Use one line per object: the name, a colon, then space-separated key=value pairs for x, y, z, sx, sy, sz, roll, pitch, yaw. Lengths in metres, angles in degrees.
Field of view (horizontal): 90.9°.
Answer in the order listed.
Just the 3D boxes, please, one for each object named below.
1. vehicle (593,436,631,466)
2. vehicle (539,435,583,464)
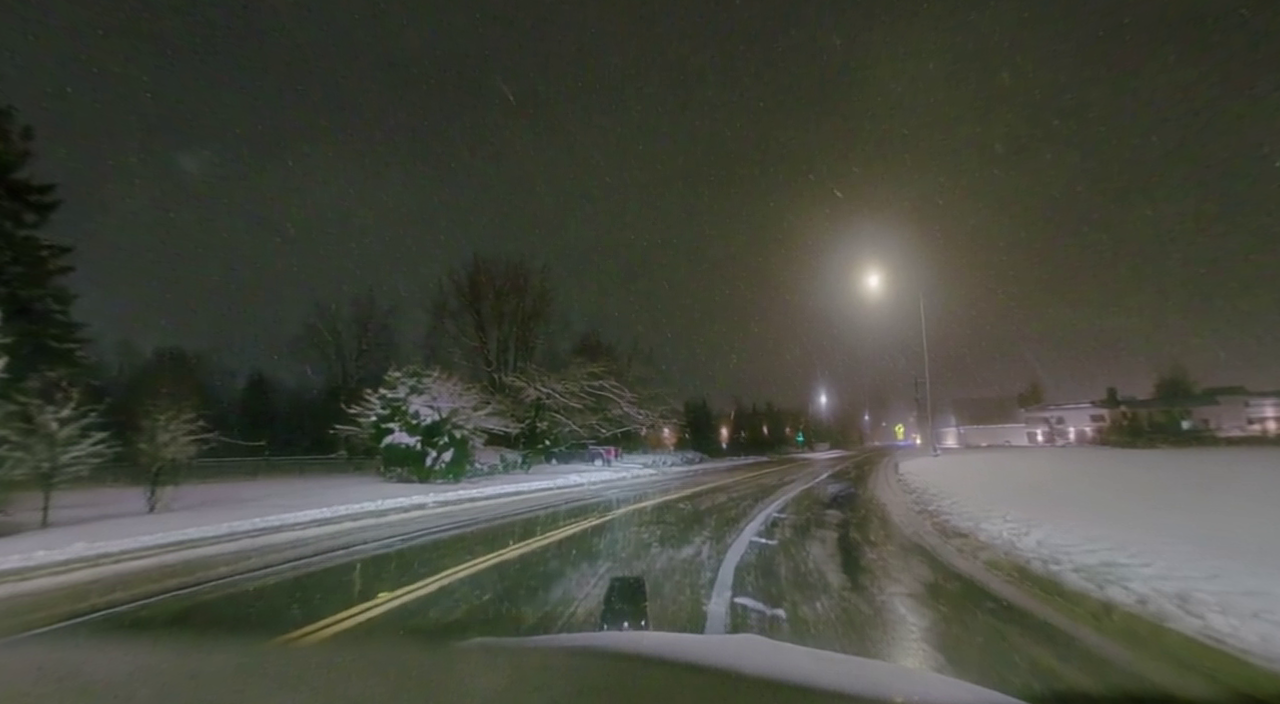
vehicle: x=-1.873 y=6.375 z=40.661 sx=2.244 sy=1.796 sz=5.170 roll=1 pitch=-9 yaw=-4
vehicle: x=-5.304 y=6.449 z=41.805 sx=2.192 sy=1.740 sz=4.521 roll=3 pitch=-9 yaw=-15
